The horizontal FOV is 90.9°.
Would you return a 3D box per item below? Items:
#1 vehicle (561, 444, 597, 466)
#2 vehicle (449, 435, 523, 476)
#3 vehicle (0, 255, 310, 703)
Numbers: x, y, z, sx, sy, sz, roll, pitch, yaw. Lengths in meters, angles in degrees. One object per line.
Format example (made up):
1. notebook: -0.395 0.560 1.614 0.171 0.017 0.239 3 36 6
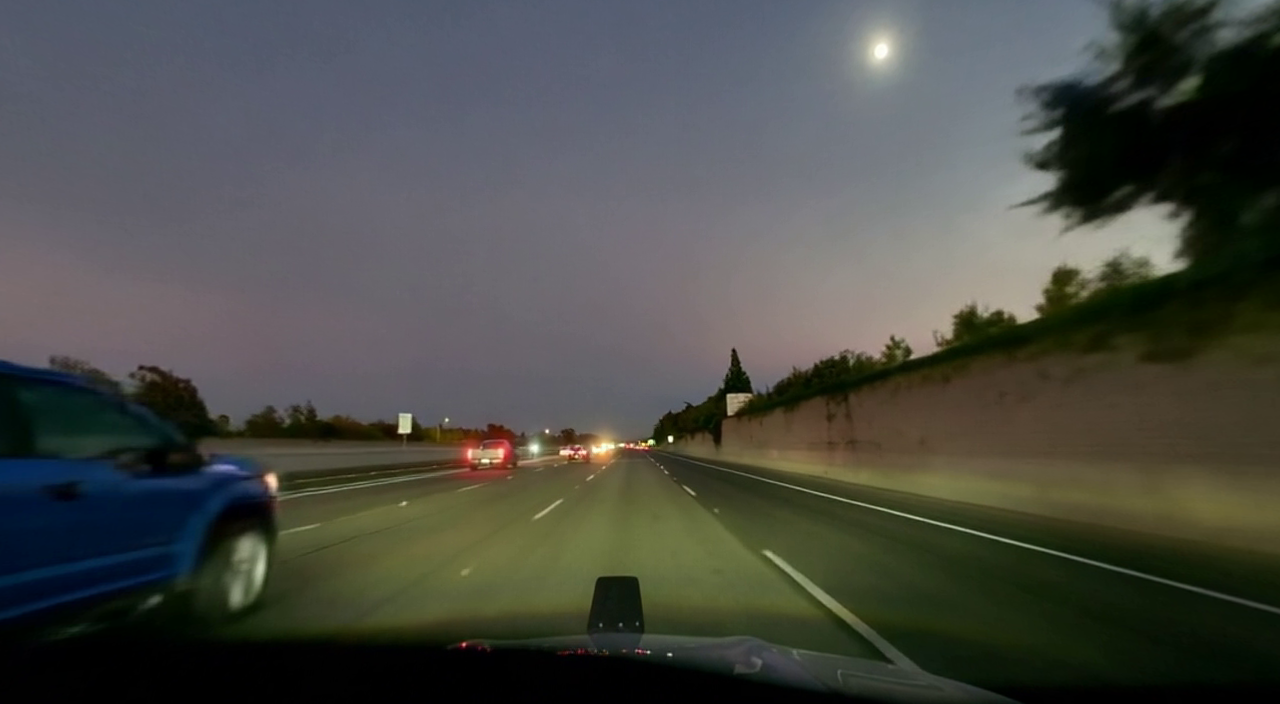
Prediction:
1. vehicle: -4.229 7.284 44.560 2.106 1.452 4.525 0 -9 0
2. vehicle: -7.922 5.375 33.152 2.351 1.922 6.335 0 -9 0
3. vehicle: -4.012 0.569 1.849 2.604 2.170 6.271 0 -9 1
